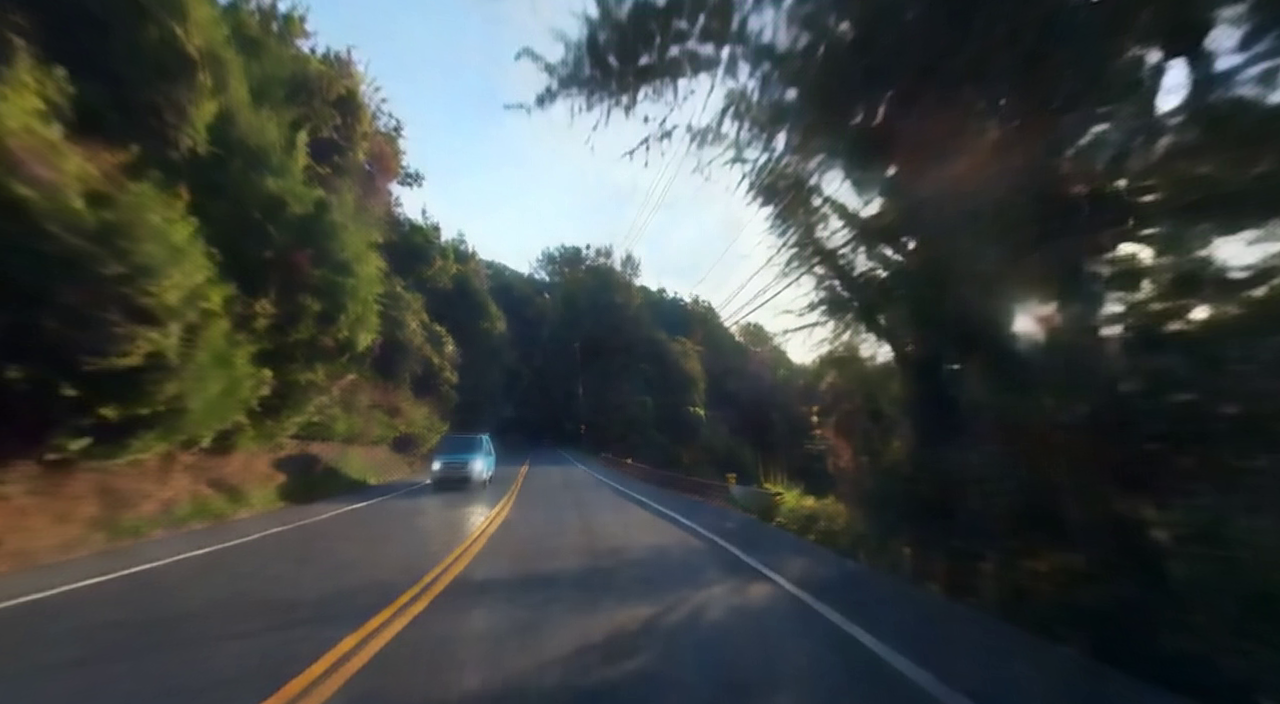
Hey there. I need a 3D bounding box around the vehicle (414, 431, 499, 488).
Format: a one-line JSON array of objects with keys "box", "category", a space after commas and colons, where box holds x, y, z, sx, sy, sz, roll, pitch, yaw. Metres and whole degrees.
[{"box": [-6.660, 3.956, 23.509, 2.213, 1.882, 4.693, 1, -9, -6], "category": "vehicle"}]
